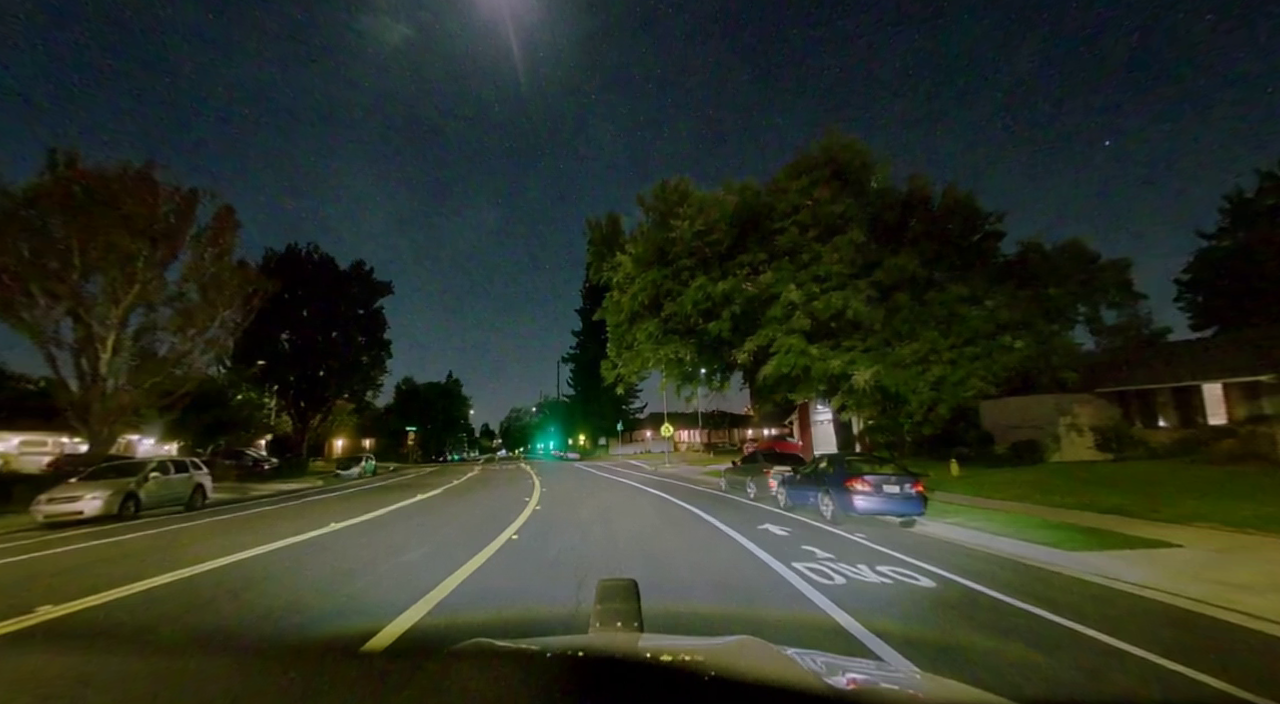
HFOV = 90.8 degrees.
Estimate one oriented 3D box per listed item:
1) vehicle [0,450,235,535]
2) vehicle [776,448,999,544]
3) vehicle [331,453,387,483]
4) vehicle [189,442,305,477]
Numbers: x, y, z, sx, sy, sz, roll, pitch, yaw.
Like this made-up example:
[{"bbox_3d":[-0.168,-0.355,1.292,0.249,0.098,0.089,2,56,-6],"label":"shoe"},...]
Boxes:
[{"bbox_3d":[-12.266,3.248,15.394,2.180,1.472,4.933,-4,-8,-9],"label":"vehicle"},{"bbox_3d":[4.319,2.568,12.102,1.872,1.423,4.874,1,-9,-6],"label":"vehicle"},{"bbox_3d":[-15.784,6.526,35.715,1.870,1.451,4.140,0,-8,-10],"label":"vehicle"},{"bbox_3d":[-24.121,6.629,38.984,5.560,1.892,2.099,0,-10,-8],"label":"vehicle"}]
